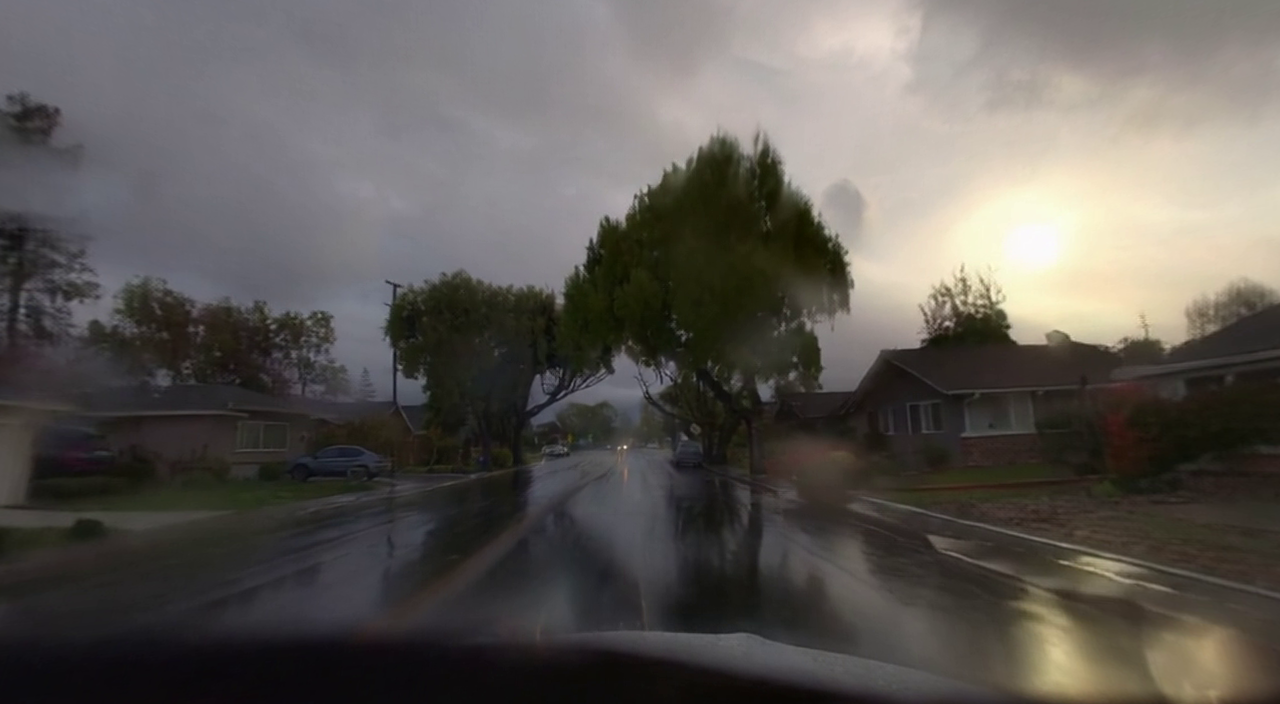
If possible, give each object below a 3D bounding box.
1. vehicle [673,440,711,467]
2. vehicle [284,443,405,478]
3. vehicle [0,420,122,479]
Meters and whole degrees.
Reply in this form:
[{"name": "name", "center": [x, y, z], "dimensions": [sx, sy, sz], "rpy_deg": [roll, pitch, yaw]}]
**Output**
[{"name": "vehicle", "center": [3.019, 6.011, 37.497], "dimensions": [1.975, 1.528, 4.000], "rpy_deg": [0, -9, 1]}, {"name": "vehicle", "center": [-13.476, 4.974, 29.066], "dimensions": [4.572, 1.522, 1.999], "rpy_deg": [0, -9, -4]}, {"name": "vehicle", "center": [-18.562, 2.942, 19.094], "dimensions": [4.093, 1.661, 1.765], "rpy_deg": [0, -8, -5]}]
